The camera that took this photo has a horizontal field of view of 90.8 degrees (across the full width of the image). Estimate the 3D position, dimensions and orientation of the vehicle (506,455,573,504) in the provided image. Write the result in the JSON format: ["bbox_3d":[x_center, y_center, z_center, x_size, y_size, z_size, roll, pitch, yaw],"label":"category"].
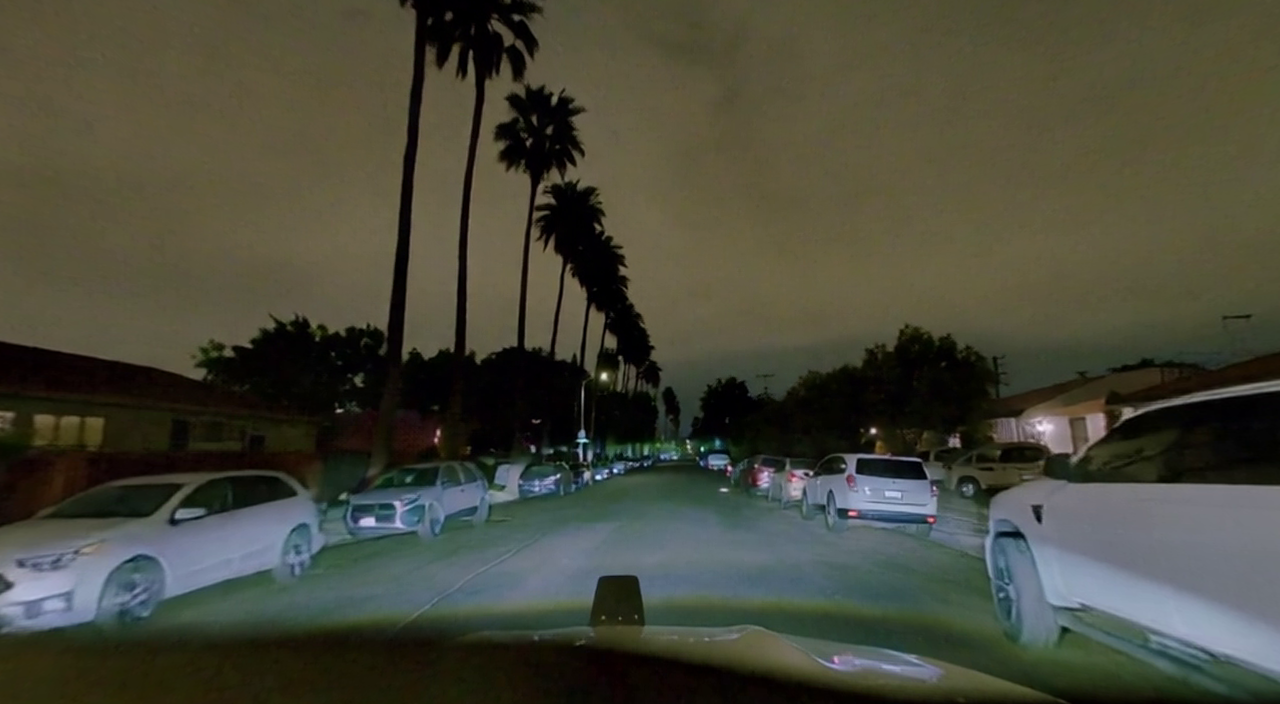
[{"bbox_3d":[-4.134,5.353,26.695,1.947,1.803,4.381,-2,-11,2],"label":"vehicle"}]

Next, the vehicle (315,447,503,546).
[{"bbox_3d":[-4.930,3.202,14.534,2.020,1.819,5.168,-2,-11,4],"label":"vehicle"}]

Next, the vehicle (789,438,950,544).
[{"bbox_3d":[4.754,2.982,13.959,1.964,1.889,4.708,-1,-10,3],"label":"vehicle"}]

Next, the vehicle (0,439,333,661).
[{"bbox_3d":[-5.296,1.907,6.904,1.816,1.697,3.777,-1,-11,3],"label":"vehicle"}]

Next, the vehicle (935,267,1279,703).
[{"bbox_3d":[4.106,0.852,3.041,2.649,2.232,6.576,0,-10,5],"label":"vehicle"}]
